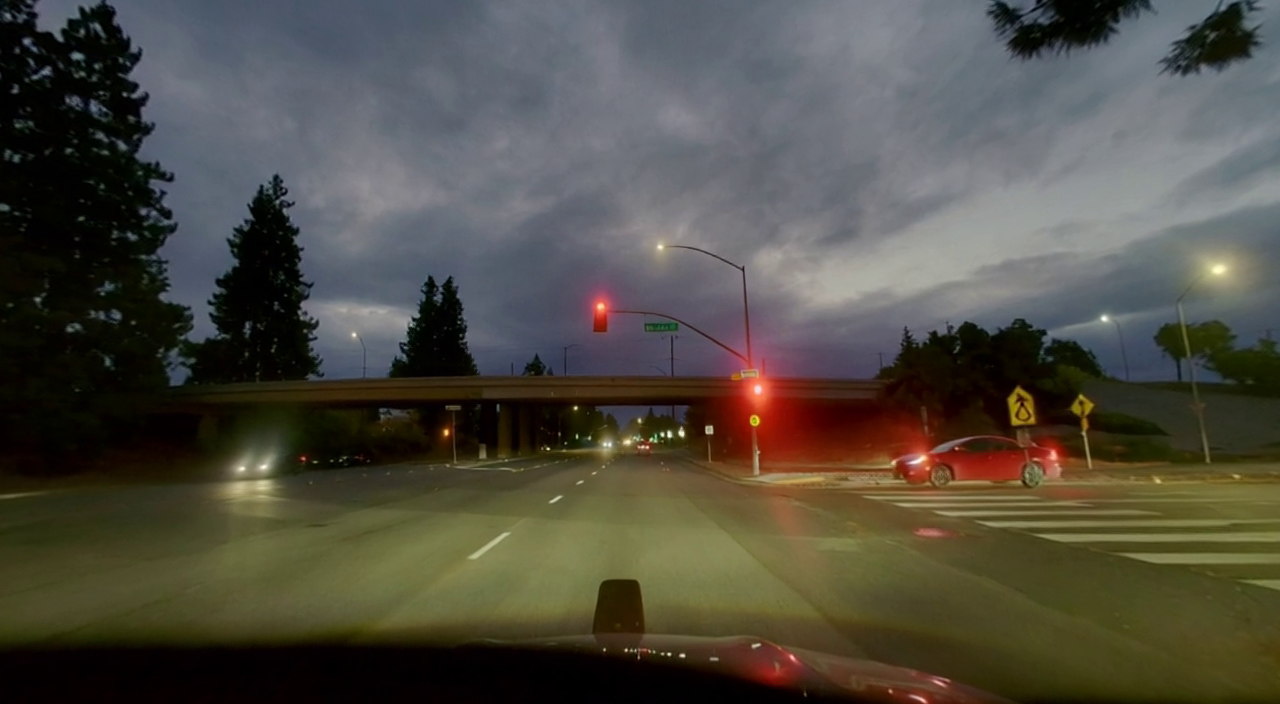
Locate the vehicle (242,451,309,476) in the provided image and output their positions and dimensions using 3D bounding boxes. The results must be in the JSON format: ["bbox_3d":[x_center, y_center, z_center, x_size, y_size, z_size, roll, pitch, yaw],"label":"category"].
[{"bbox_3d":[-23.968,7.334,41.747,1.834,1.482,4.310,0,-8,-1],"label":"vehicle"}]

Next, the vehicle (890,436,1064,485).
[{"bbox_3d":[10.801,3.478,20.445,4.691,1.466,1.800,1,-9,-7],"label":"vehicle"}]
